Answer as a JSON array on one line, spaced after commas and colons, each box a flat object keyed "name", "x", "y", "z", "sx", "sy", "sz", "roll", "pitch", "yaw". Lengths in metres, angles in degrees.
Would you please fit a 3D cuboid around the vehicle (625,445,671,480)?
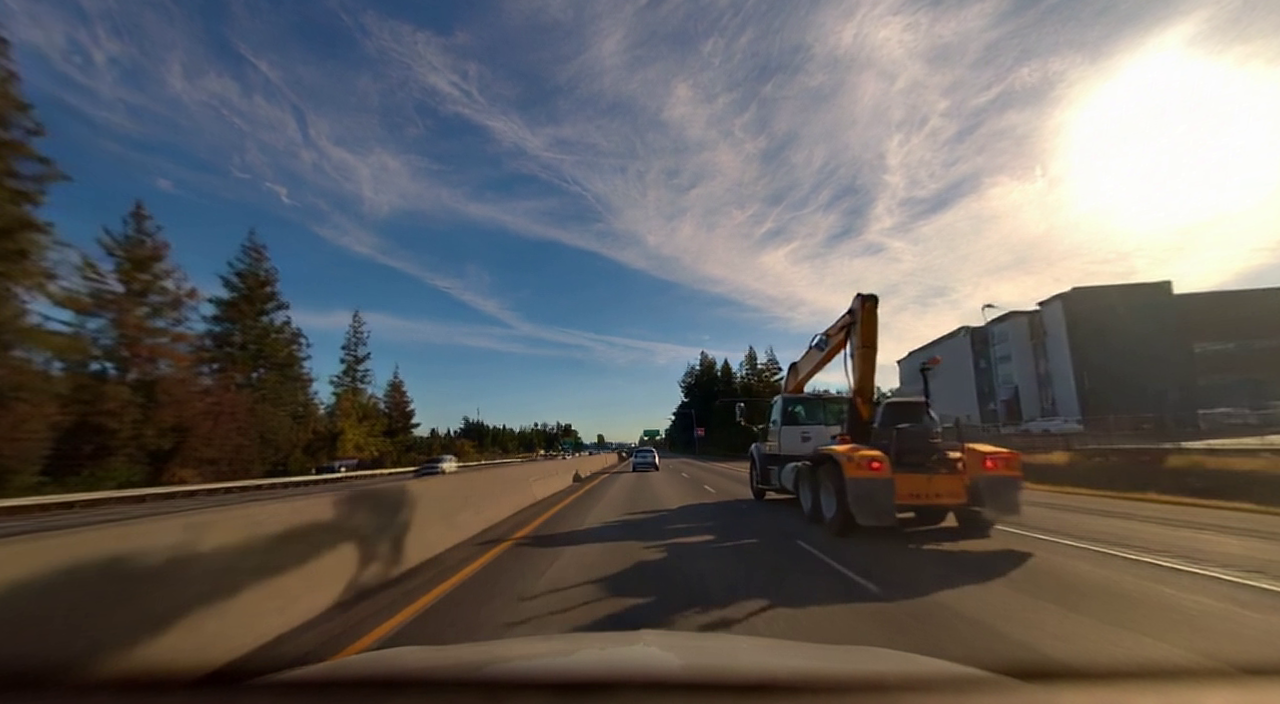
[{"name": "vehicle", "x": 0.368, "y": 5.197, "z": 29.886, "sx": 2.045, "sy": 1.527, "sz": 4.023, "roll": 0, "pitch": -9, "yaw": 0}]

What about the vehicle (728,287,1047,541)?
[{"name": "vehicle", "x": 3.996, "y": 1.447, "z": 12.926, "sx": 3.089, "sy": 3.568, "sz": 8.101, "roll": 0, "pitch": -9, "yaw": -1}]

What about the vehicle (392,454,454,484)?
[{"name": "vehicle", "x": -12.125, "y": 6.547, "z": 35.535, "sx": 1.927, "sy": 1.493, "sz": 4.426, "roll": 0, "pitch": -9, "yaw": 0}]
